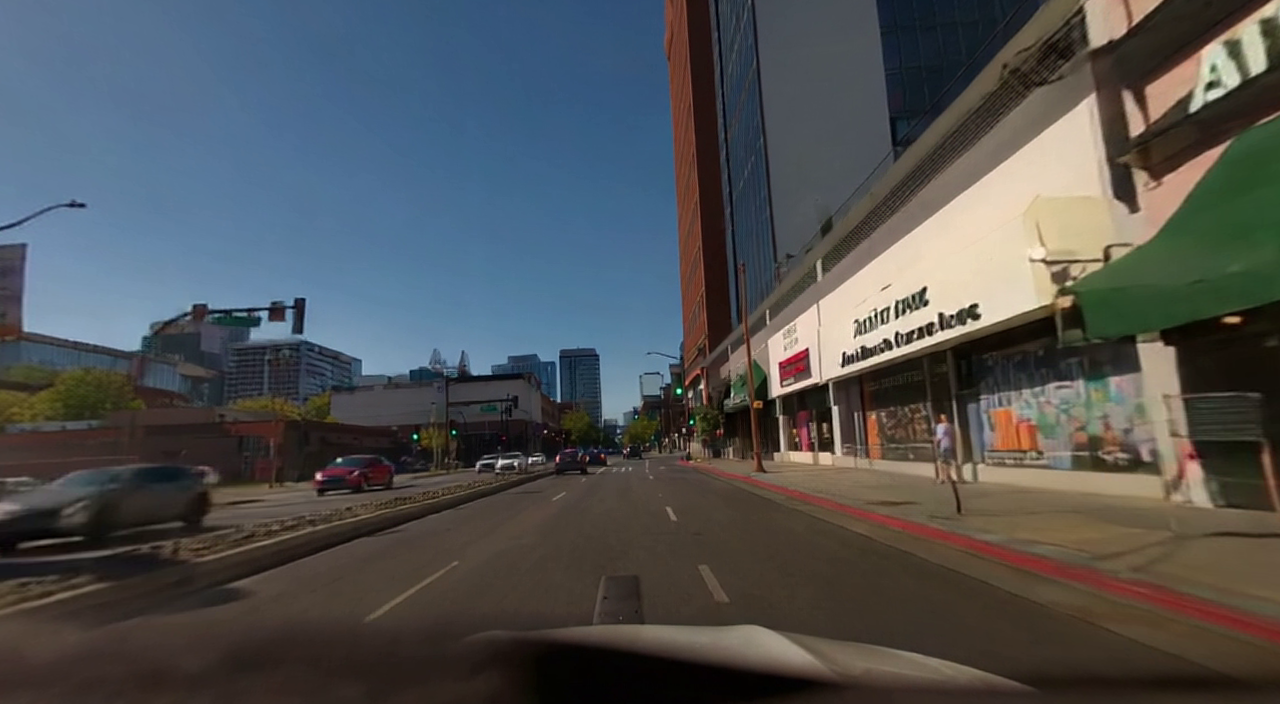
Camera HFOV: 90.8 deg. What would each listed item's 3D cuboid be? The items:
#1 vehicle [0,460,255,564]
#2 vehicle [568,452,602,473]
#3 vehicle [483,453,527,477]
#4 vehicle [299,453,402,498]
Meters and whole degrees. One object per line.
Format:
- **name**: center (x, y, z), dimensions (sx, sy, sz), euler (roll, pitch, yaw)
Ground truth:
- **vehicle**: center (-9.496, 2.768, 11.638), dimensions (2.050, 1.457, 4.338), euler (0, -9, 0)
- **vehicle**: center (-3.897, 7.852, 45.192), dimensions (1.962, 1.420, 4.021), euler (-1, -9, 2)
- **vehicle**: center (-9.691, 8.117, 45.637), dimensions (1.994, 1.550, 5.009), euler (-1, -9, 1)
- **vehicle**: center (-13.034, 5.551, 28.881), dimensions (2.347, 1.857, 4.860), euler (0, -9, 0)
